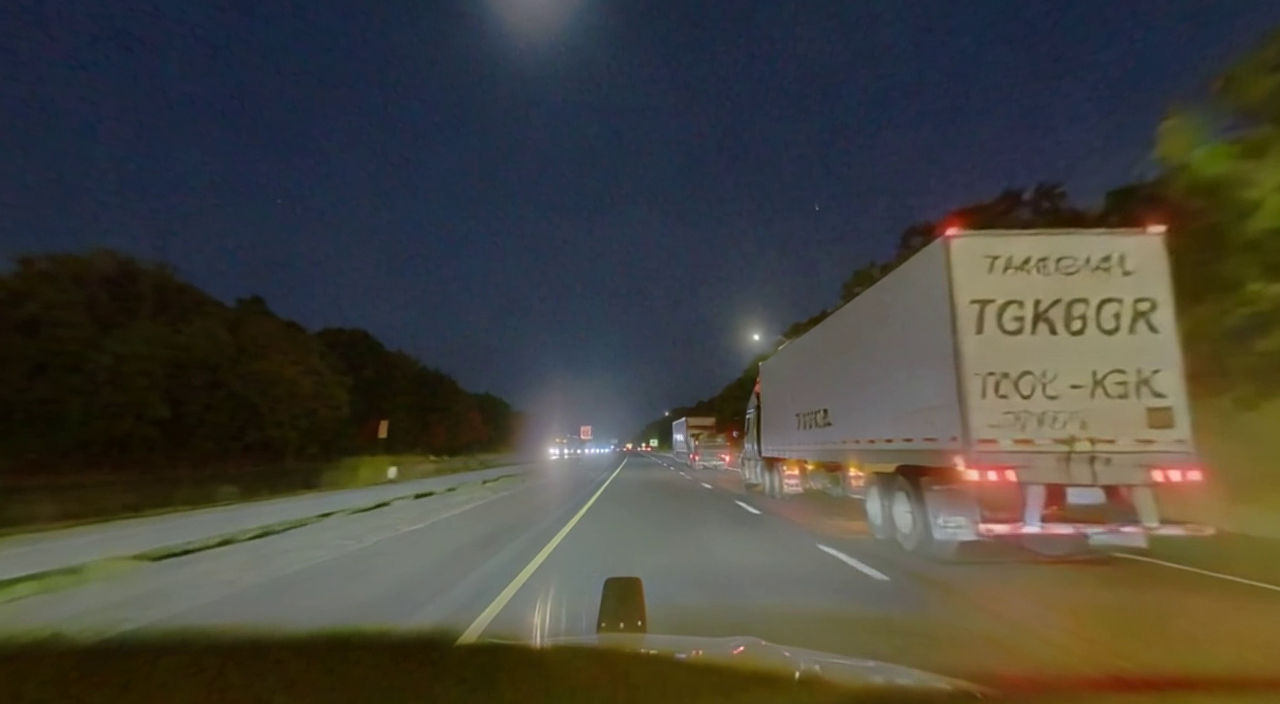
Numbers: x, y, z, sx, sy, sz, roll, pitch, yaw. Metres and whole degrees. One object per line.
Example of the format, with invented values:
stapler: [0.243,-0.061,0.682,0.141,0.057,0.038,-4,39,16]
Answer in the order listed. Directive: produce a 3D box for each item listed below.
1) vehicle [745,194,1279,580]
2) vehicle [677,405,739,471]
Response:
vehicle: [5.025,1.372,13.702,2.929,4.093,14.258,0,-9,0]
vehicle: [4.651,6.433,46.279,2.983,4.030,14.444,0,-9,0]
